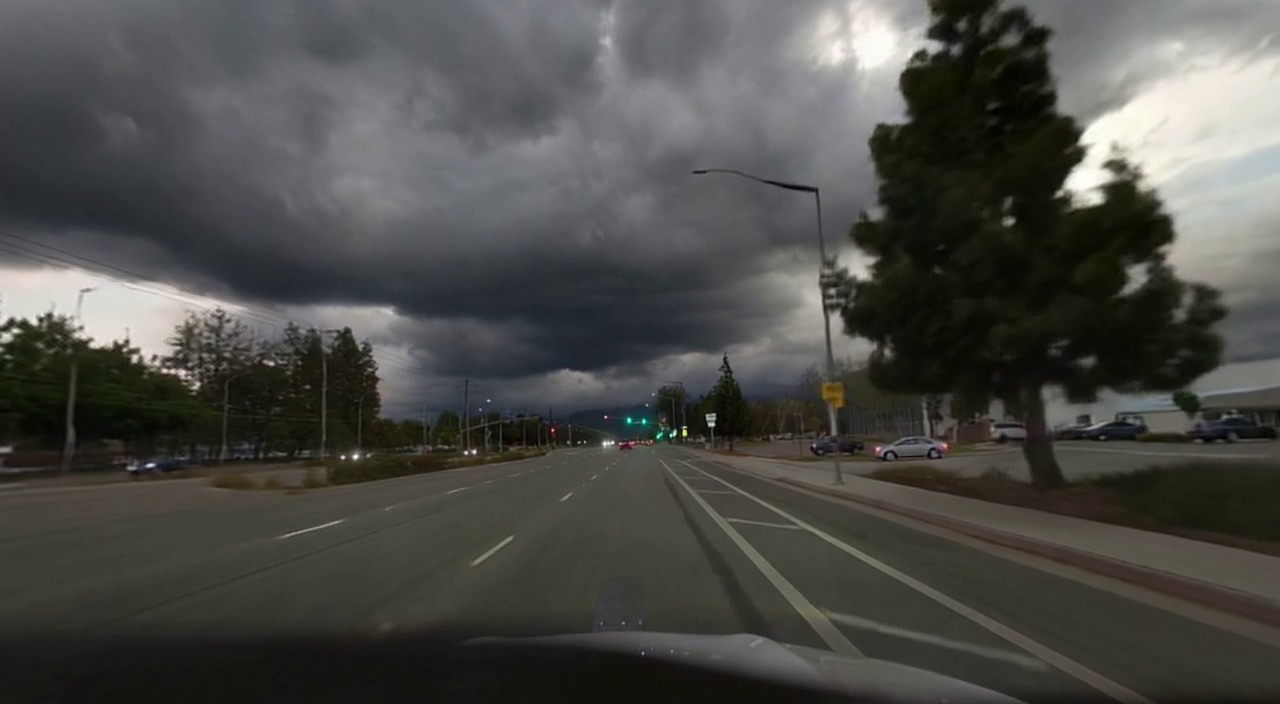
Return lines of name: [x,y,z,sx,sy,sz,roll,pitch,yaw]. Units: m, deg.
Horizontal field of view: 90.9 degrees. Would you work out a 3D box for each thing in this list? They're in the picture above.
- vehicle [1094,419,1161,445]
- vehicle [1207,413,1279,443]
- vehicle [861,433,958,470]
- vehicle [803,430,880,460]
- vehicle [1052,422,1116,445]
vehicle: [34.836,5.730,45.051,4.388,1.793,1.961,4,-9,-27]
vehicle: [37.992,4.834,39.557,4.699,1.764,2.200,5,-10,-32]
vehicle: [14.763,5.445,34.671,4.388,1.446,1.808,-6,-7,1]
vehicle: [14.303,6.629,44.998,4.702,1.853,2.069,-4,-8,2]
vehicle: [33.541,6.188,47.582,4.287,1.622,2.088,4,-9,-28]
